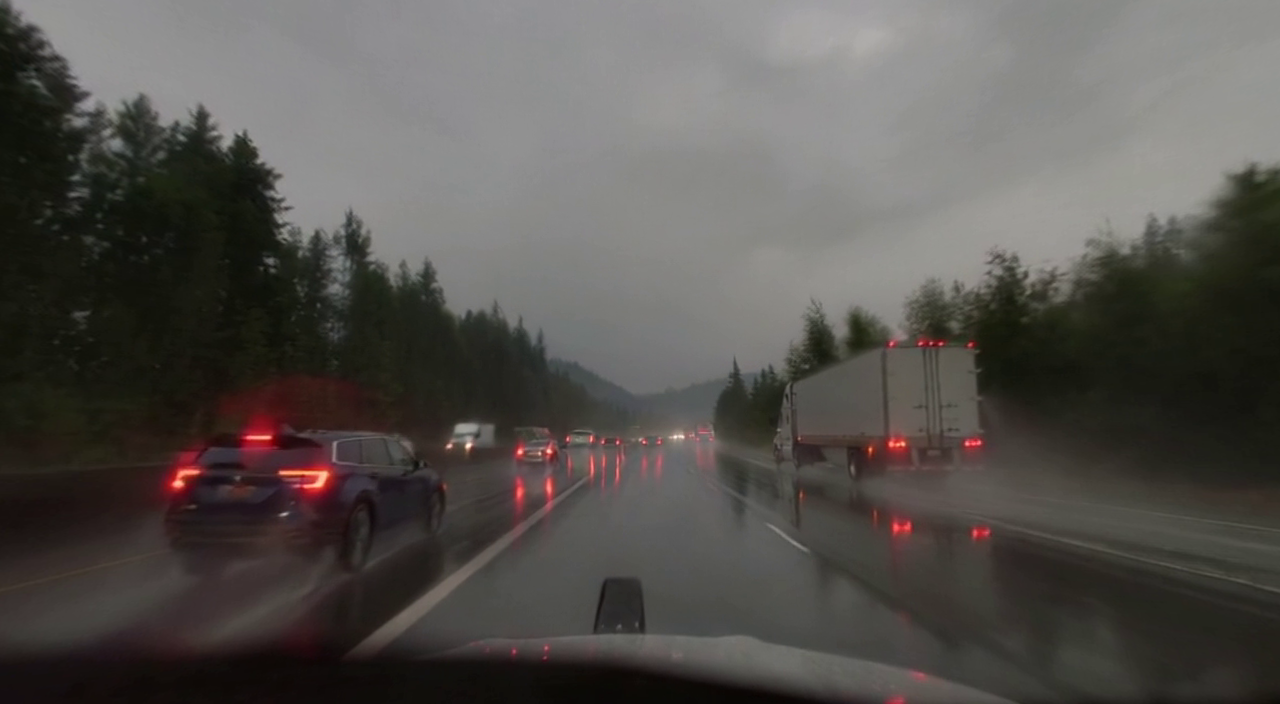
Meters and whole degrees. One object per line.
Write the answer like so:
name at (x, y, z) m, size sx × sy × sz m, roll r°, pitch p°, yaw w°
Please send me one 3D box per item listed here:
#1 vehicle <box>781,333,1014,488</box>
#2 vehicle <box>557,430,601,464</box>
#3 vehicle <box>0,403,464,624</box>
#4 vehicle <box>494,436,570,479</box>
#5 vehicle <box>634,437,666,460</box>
vehicle at (8.312, 2.461, 23.635) m, size 2.866 × 4.100 × 14.057 m, roll 0°, pitch -8°, yaw 0°
vehicle at (-3.395, 5.412, 36.020) m, size 2.064 × 1.826 × 4.263 m, roll 0°, pitch -8°, yaw 1°
vehicle at (-3.602, 1.474, 6.806) m, size 2.137 × 1.618 × 4.209 m, roll 0°, pitch -8°, yaw 1°
vehicle at (-3.912, 3.866, 23.518) m, size 2.013 × 1.460 × 4.027 m, roll 0°, pitch -8°, yaw 1°
vehicle at (0.614, 6.328, 41.494) m, size 2.004 × 1.465 × 3.842 m, roll 0°, pitch -8°, yaw 0°
